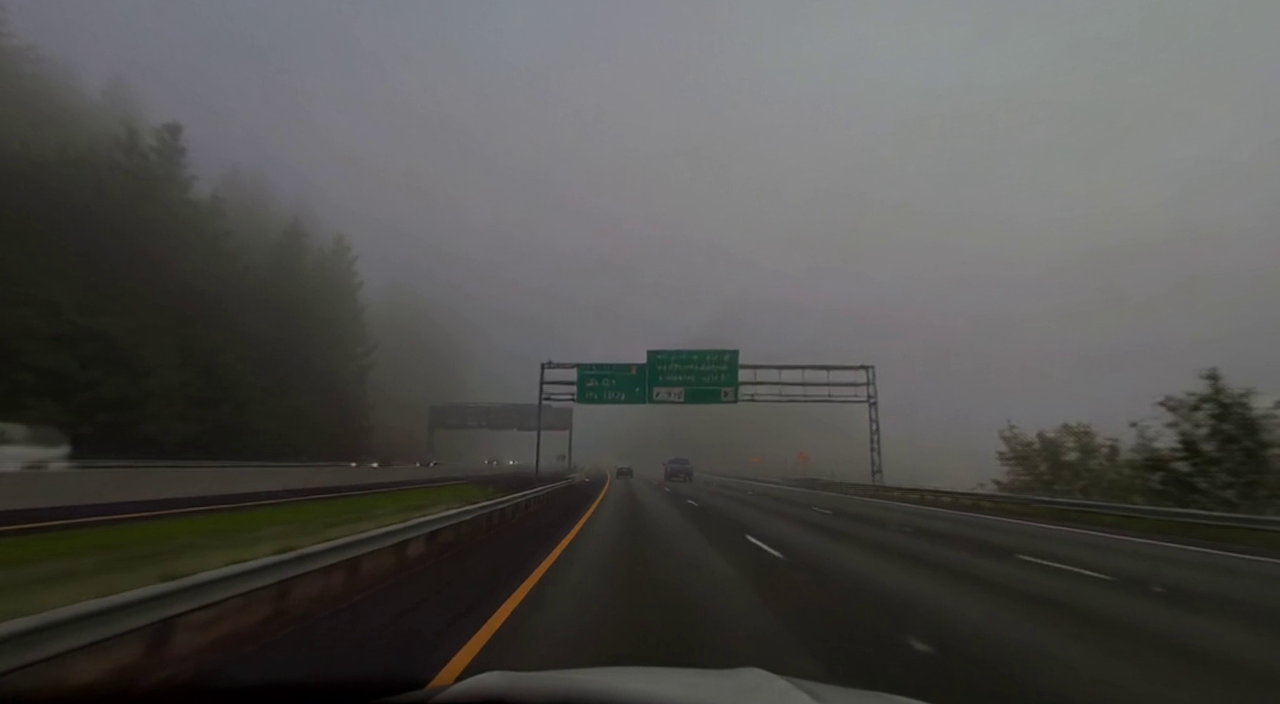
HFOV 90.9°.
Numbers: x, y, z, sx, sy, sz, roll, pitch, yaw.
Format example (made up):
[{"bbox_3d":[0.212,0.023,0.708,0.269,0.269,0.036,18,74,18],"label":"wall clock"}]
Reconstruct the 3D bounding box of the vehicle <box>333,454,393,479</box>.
[{"bbox_3d":[-18.363,7.619,41.983,1.966,1.552,4.329,1,-11,0],"label":"vehicle"}]
